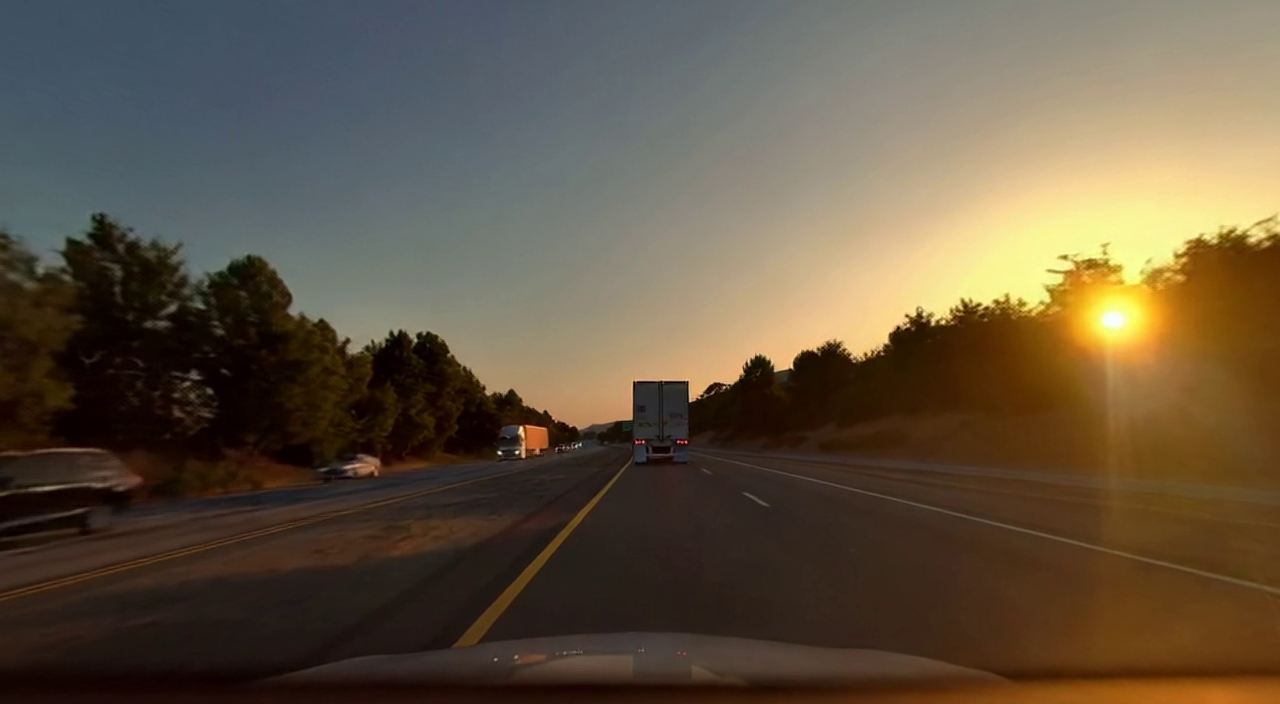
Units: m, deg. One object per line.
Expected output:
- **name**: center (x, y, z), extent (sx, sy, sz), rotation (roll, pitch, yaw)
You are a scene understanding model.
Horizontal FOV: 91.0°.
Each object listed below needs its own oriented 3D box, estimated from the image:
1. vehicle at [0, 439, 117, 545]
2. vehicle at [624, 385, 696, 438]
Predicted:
- **vehicle**: center (-11.455, 2.323, 10.468), extent (1.873, 1.712, 4.097), rotation (0, -8, 1)
- **vehicle**: center (0.666, 2.493, 25.357), extent (2.509, 1.890, 4.732), rotation (0, -8, -3)
